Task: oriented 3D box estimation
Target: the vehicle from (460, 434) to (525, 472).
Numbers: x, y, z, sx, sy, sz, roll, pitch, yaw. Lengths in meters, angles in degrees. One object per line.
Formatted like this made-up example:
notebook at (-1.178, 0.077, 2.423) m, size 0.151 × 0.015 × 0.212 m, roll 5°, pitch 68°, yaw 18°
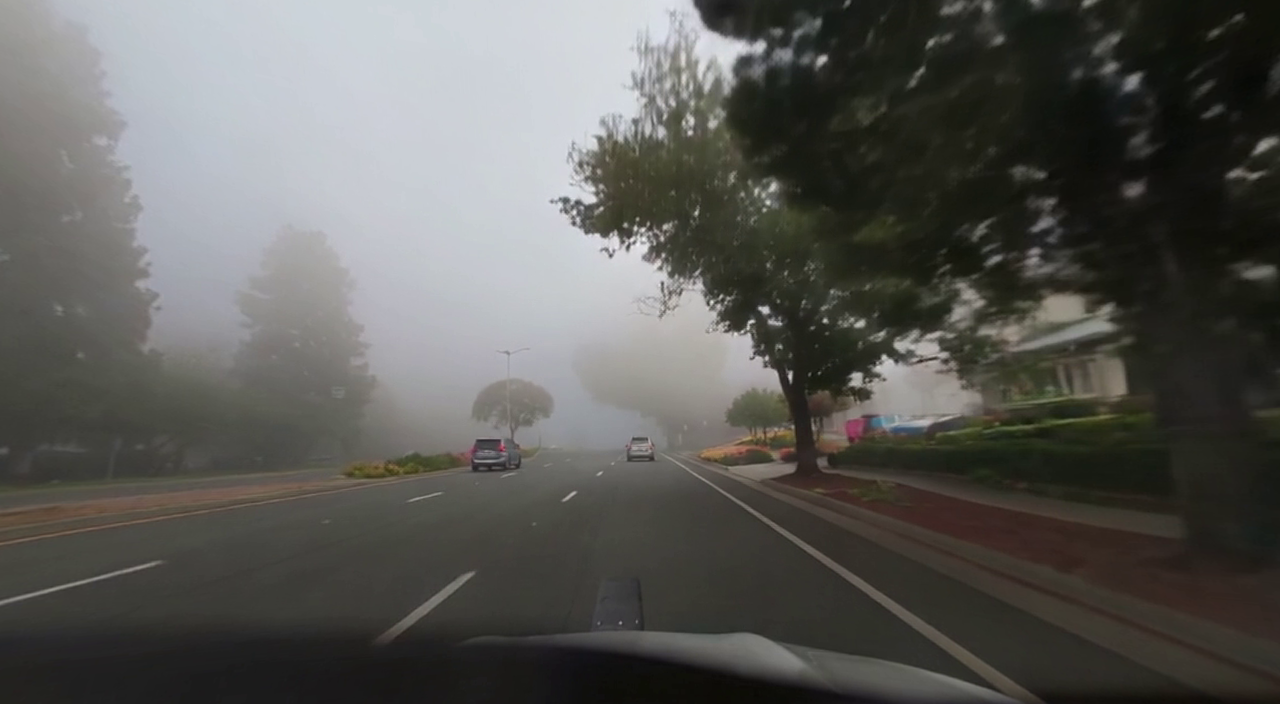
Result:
vehicle at (-6.971, 4.815, 30.386) m, size 1.993 × 1.657 × 4.487 m, roll -1°, pitch -8°, yaw 1°

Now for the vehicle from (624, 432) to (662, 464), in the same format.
vehicle at (0.203, 5.616, 37.056) m, size 2.070 × 1.764 × 4.552 m, roll -1°, pitch -8°, yaw 1°
